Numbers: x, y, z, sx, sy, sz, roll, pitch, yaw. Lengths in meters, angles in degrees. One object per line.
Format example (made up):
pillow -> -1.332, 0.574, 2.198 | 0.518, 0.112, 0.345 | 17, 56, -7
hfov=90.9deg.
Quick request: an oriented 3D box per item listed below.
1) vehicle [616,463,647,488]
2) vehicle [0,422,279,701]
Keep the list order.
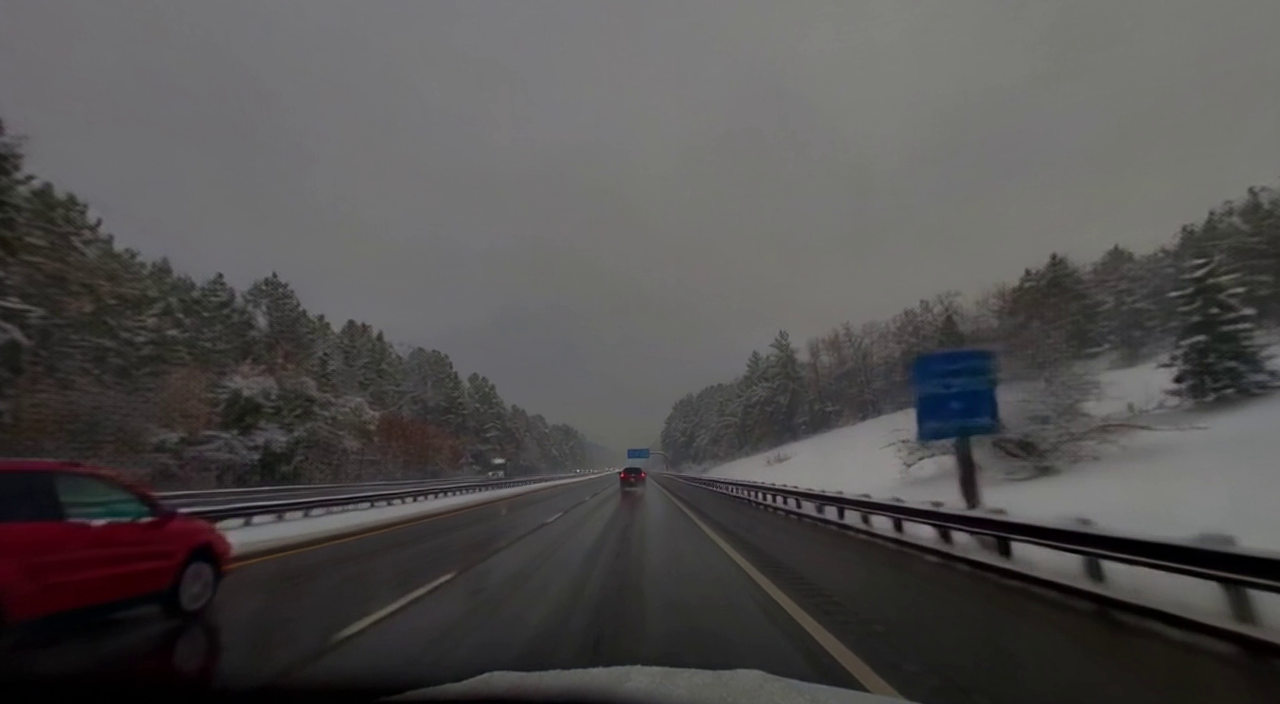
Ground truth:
vehicle -> -0.617, 8.869, 45.245 | 2.107, 1.668, 4.554 | 1, -11, 0
vehicle -> -4.436, 1.170, 3.689 | 2.003, 1.479, 4.363 | 1, -11, 0
